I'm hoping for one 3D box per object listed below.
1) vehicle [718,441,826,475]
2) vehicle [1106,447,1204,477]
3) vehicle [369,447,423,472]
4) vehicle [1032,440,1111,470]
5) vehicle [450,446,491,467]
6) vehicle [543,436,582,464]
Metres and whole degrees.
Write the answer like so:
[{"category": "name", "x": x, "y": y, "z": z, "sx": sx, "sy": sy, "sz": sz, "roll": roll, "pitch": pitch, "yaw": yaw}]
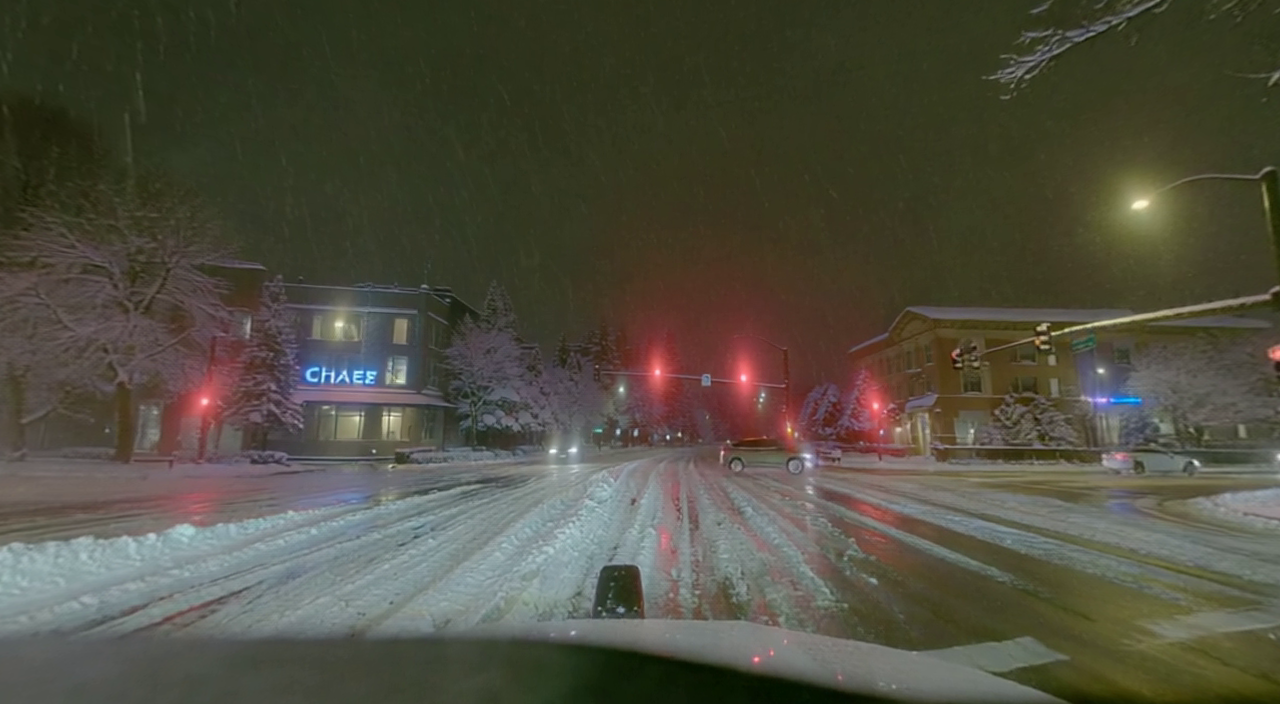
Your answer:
[{"category": "vehicle", "x": 6.245, "y": 4.981, "z": 29.936, "sx": 4.658, "sy": 1.478, "sz": 1.946, "roll": -4, "pitch": -9, "yaw": 26}, {"category": "vehicle", "x": 27.344, "y": 5.784, "z": 33.526, "sx": 4.522, "sy": 1.460, "sz": 2.097, "roll": 4, "pitch": -9, "yaw": -24}, {"category": "vehicle", "x": -16.246, "y": 7.131, "z": 42.242, "sx": 1.883, "sy": 1.586, "sz": 4.297, "roll": 0, "pitch": -9, "yaw": 0}, {"category": "vehicle", "x": 26.330, "y": 6.261, "z": 38.538, "sx": 4.541, "sy": 1.731, "sz": 2.007, "roll": 5, "pitch": -10, "yaw": -28}, {"category": "vehicle", "x": -12.603, "y": 7.759, "z": 47.090, "sx": 1.946, "sy": 1.474, "sz": 4.008, "roll": 0, "pitch": -9, "yaw": 0}, {"category": "vehicle", "x": -5.642, "y": 7.264, "z": 46.880, "sx": 2.289, "sy": 1.927, "sz": 5.667, "roll": 0, "pitch": -8, "yaw": -1}]
